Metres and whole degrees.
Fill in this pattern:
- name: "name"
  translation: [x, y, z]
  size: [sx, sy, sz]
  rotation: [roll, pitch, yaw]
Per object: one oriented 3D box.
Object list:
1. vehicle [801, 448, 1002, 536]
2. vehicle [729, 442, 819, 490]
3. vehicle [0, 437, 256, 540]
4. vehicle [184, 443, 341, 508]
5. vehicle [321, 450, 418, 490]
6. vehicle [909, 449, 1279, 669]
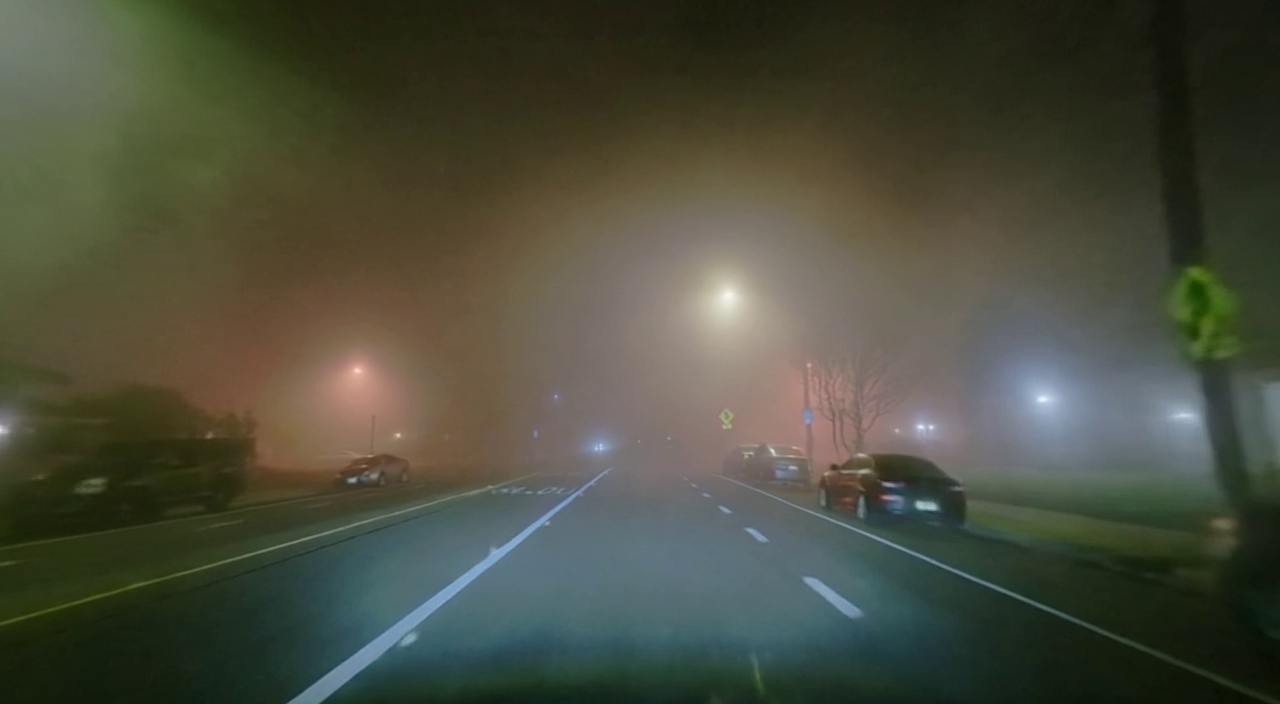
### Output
- name: "vehicle"
  translation: [4.751, 2.584, 12.342]
  size: [2.007, 1.352, 4.345]
  rotation: [1, -8, -1]
- name: "vehicle"
  translation: [4.527, 3.905, 22.045]
  size: [2.196, 1.472, 4.426]
  rotation: [0, -8, 0]
- name: "vehicle"
  translation: [-11.243, 2.814, 13.829]
  size: [2.459, 1.804, 4.877]
  rotation: [0, -8, 2]
- name: "vehicle"
  translation: [-11.252, 3.664, 19.309]
  size: [2.052, 1.726, 4.475]
  rotation: [0, -8, -1]
- name: "vehicle"
  translation: [-11.061, 4.815, 26.268]
  size: [1.949, 1.457, 4.581]
  rotation: [0, -8, 1]
- name: "vehicle"
  translation: [4.649, 1.691, 6.294]
  size: [2.049, 1.385, 4.209]
  rotation: [0, -8, -1]
